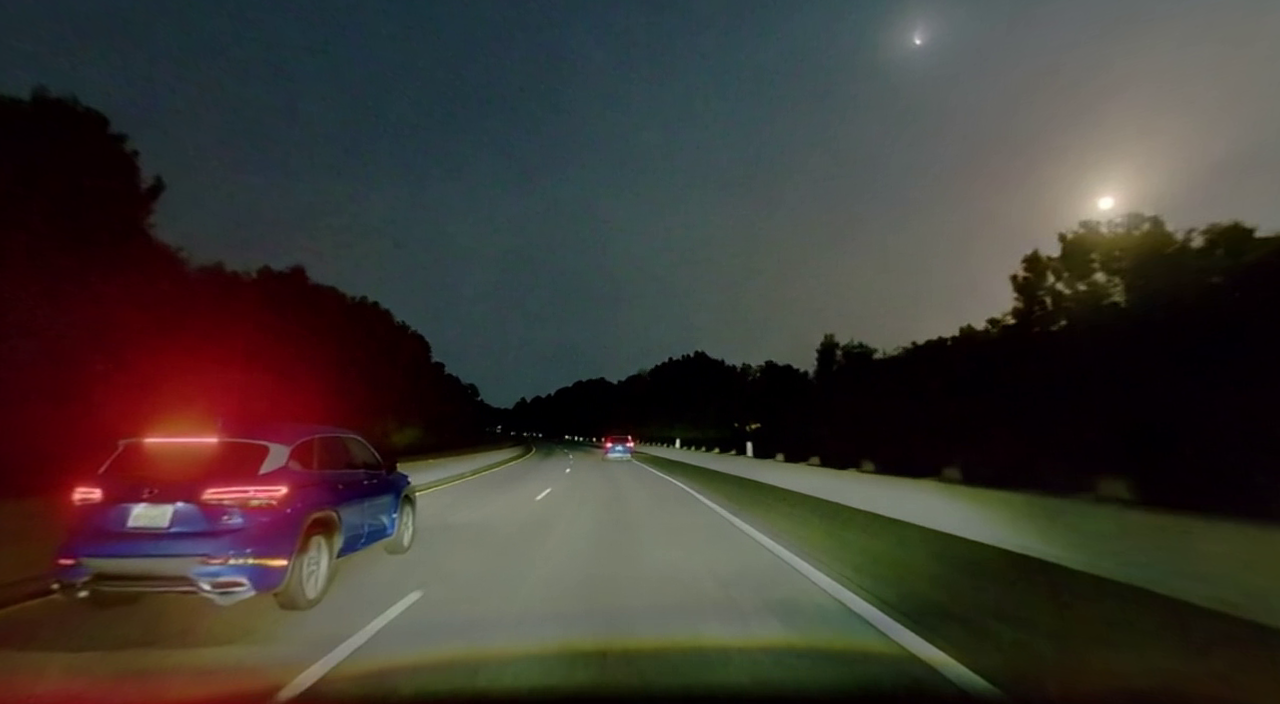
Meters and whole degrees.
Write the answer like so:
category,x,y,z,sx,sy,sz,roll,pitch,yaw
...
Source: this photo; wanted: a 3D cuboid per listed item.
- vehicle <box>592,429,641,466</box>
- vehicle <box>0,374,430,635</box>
category,x,y,z,sx,sy,sz,roll,pitch,yaw
vehicle,-1.308,5.096,33.794,2.452,1.857,4.022,1,-8,-4
vehicle,-4.129,1.409,6.930,2.053,1.847,4.760,0,-8,-1
